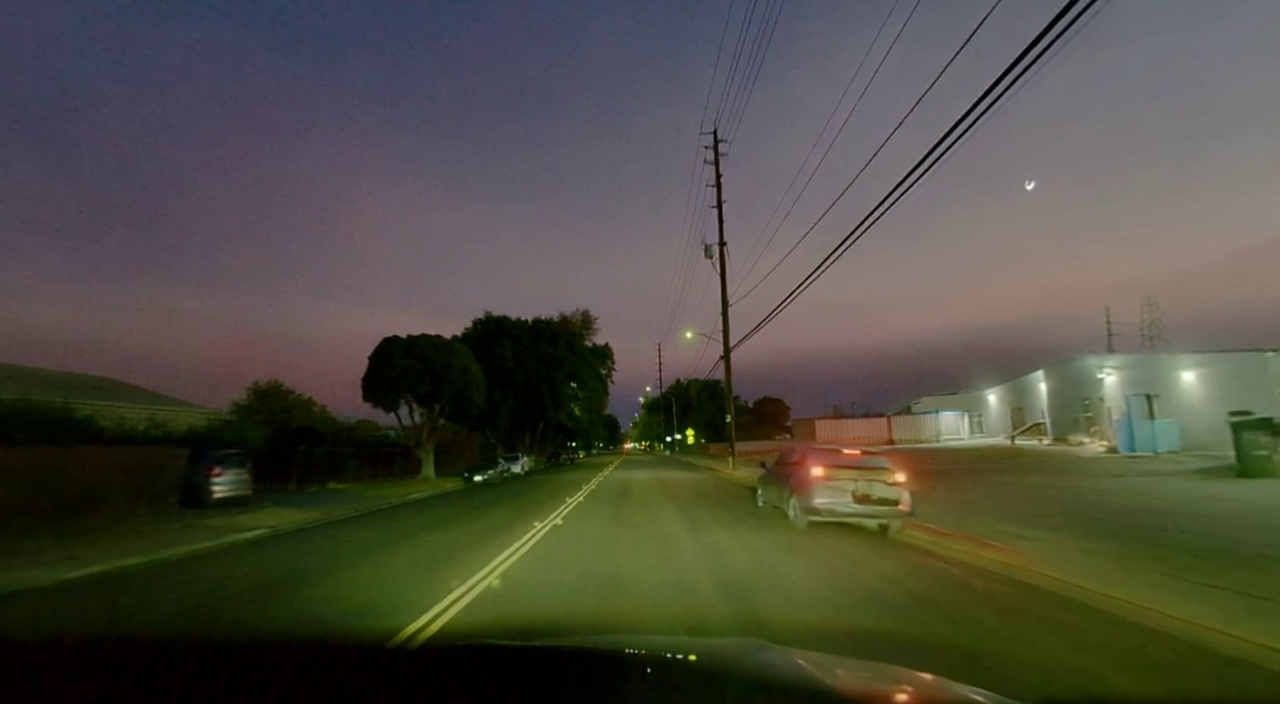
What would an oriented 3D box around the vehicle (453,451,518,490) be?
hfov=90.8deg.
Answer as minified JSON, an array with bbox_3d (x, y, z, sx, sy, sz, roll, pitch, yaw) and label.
[{"bbox_3d":[-6.767,5.192,28.057,1.815,1.402,4.559,-4,-8,-2],"label":"vehicle"}]

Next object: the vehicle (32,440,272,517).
[{"bbox_3d":[-12.441,3.216,16.371,4.502,1.813,1.948,0,-8,-1],"label":"vehicle"}]

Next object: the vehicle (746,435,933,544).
[{"bbox_3d":[3.127,2.216,10.836,1.843,1.495,3.930,0,-8,-1],"label":"vehicle"}]
